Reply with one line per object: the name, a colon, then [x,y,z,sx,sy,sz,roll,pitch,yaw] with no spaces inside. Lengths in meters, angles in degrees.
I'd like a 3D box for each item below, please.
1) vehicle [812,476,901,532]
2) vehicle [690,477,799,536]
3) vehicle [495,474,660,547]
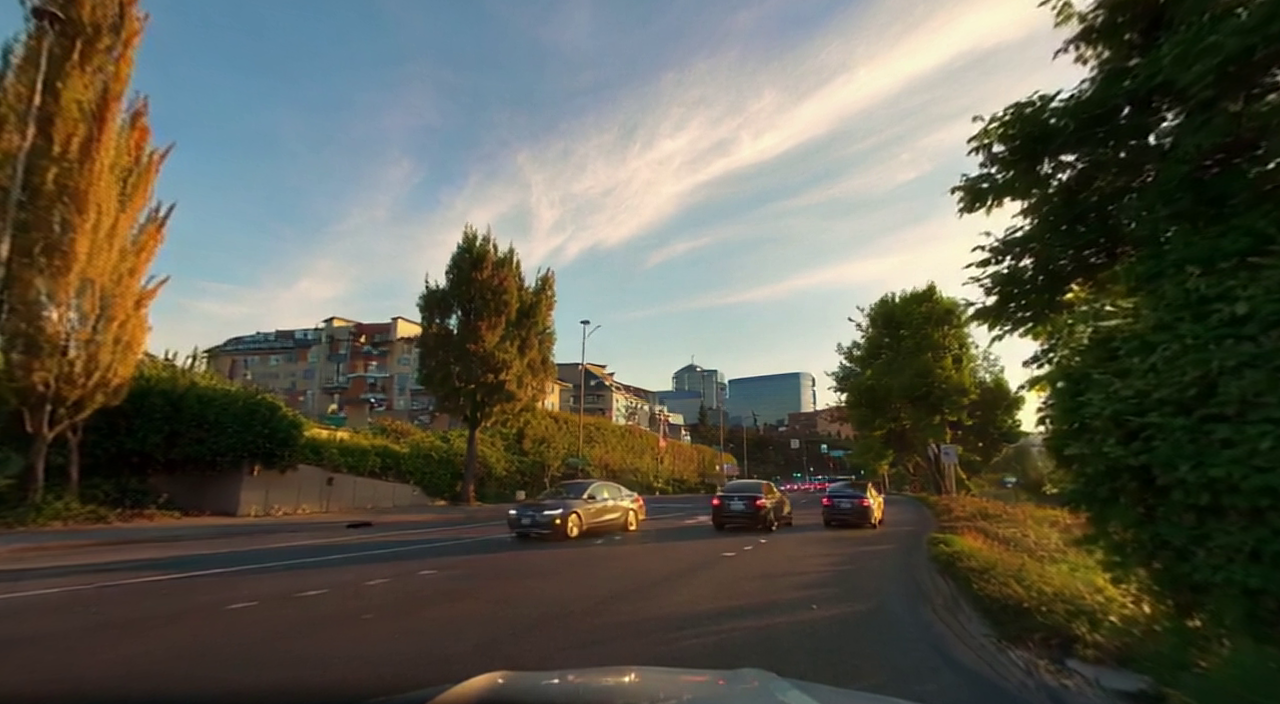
vehicle: [6.961,4.714,19.952,2.129,1.471,4.258,-4,-12,25]
vehicle: [3.320,4.601,19.231,2.030,1.441,4.806,-4,-12,25]
vehicle: [-1.405,3.974,16.390,2.107,1.502,4.705,-4,-12,25]
